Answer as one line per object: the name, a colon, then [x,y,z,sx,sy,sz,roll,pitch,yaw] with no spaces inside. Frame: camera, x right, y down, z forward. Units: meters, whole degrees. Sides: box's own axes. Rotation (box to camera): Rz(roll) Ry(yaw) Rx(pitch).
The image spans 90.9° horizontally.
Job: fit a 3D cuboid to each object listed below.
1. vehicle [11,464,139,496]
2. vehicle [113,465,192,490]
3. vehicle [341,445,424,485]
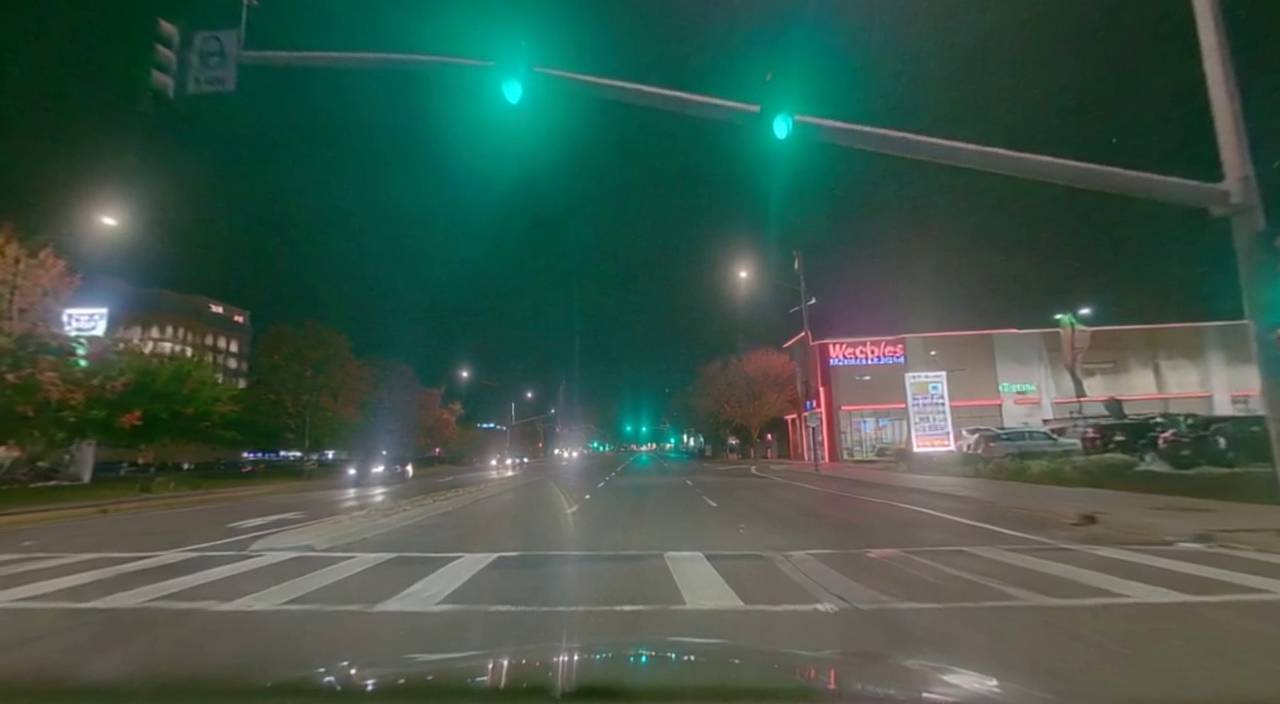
vehicle: [-30.928,7.022,34.725,4.731,1.486,2.187,4,-9,-27]
vehicle: [-31.562,8.143,40.895,3.590,1.441,1.605,2,-9,-15]
vehicle: [-14.627,6.399,36.244,2.315,1.998,5.808,-3,-8,1]
